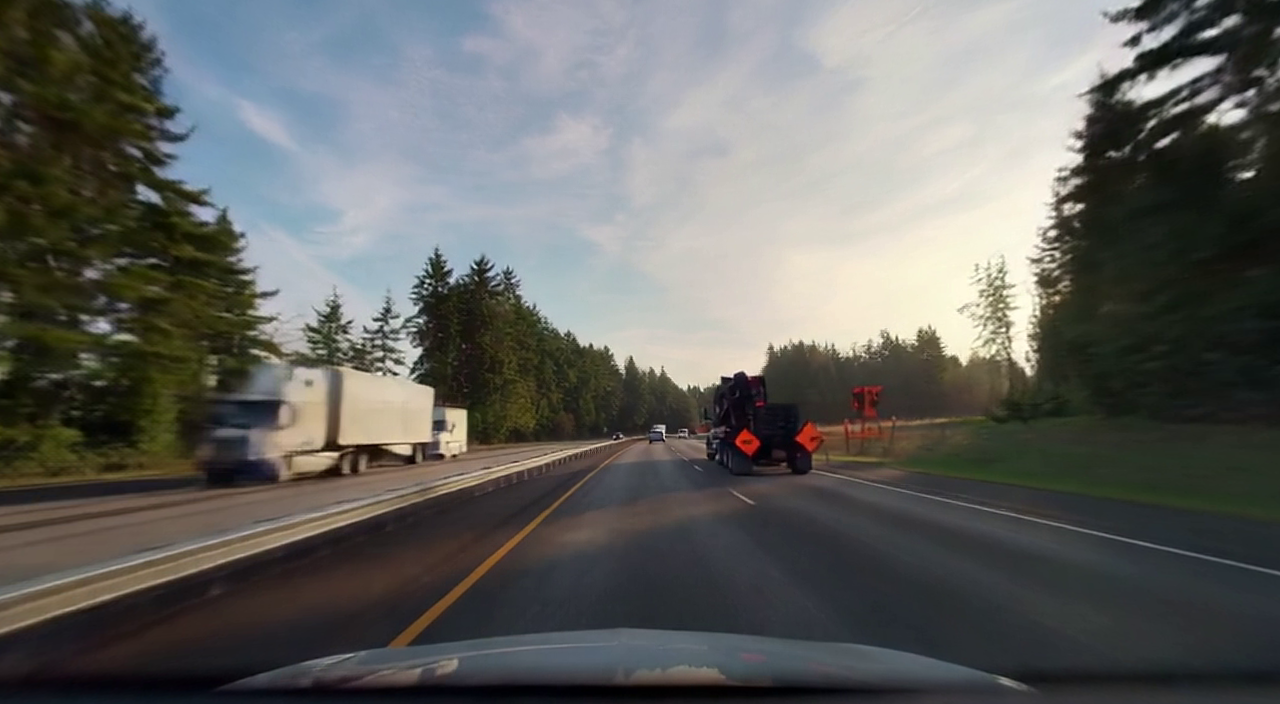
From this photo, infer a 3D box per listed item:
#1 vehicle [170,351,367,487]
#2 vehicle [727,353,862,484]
[{"bbox_3d":[-12.170,2.340,21.453,3.013,3.979,5.795,0,-8,0],"label":"vehicle"},{"bbox_3d":[4.302,2.027,18.738,2.749,3.357,4.979,0,-8,1],"label":"vehicle"}]
